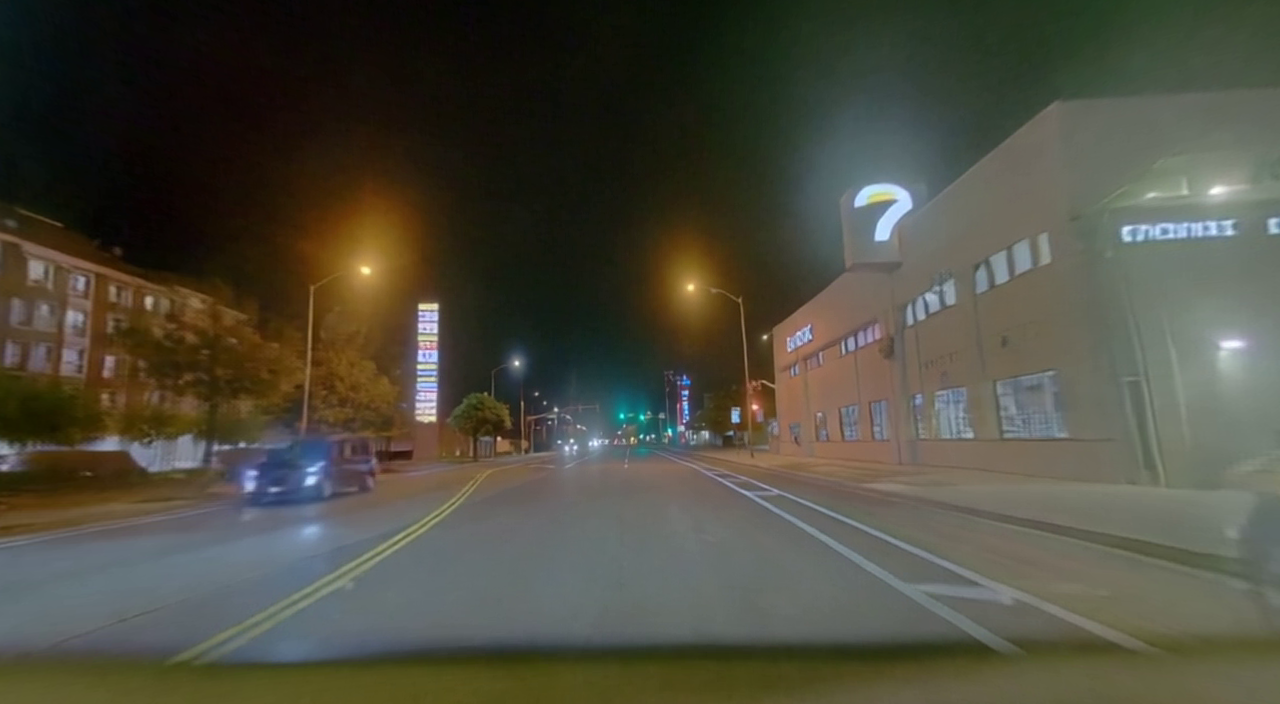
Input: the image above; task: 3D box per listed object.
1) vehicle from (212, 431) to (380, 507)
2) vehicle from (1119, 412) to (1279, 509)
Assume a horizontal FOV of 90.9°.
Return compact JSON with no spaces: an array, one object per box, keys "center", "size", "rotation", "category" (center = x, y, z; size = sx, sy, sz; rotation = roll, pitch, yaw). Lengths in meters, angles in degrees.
[{"center":[-8.772,3.004,16.654],"size":[1.973,1.704,4.476],"rotation":[0,-8,-1],"category":"vehicle"},{"center":[11.542,1.850,10.969],"size":[4.673,1.498,2.072],"rotation":[0,-8,0],"category":"vehicle"}]
